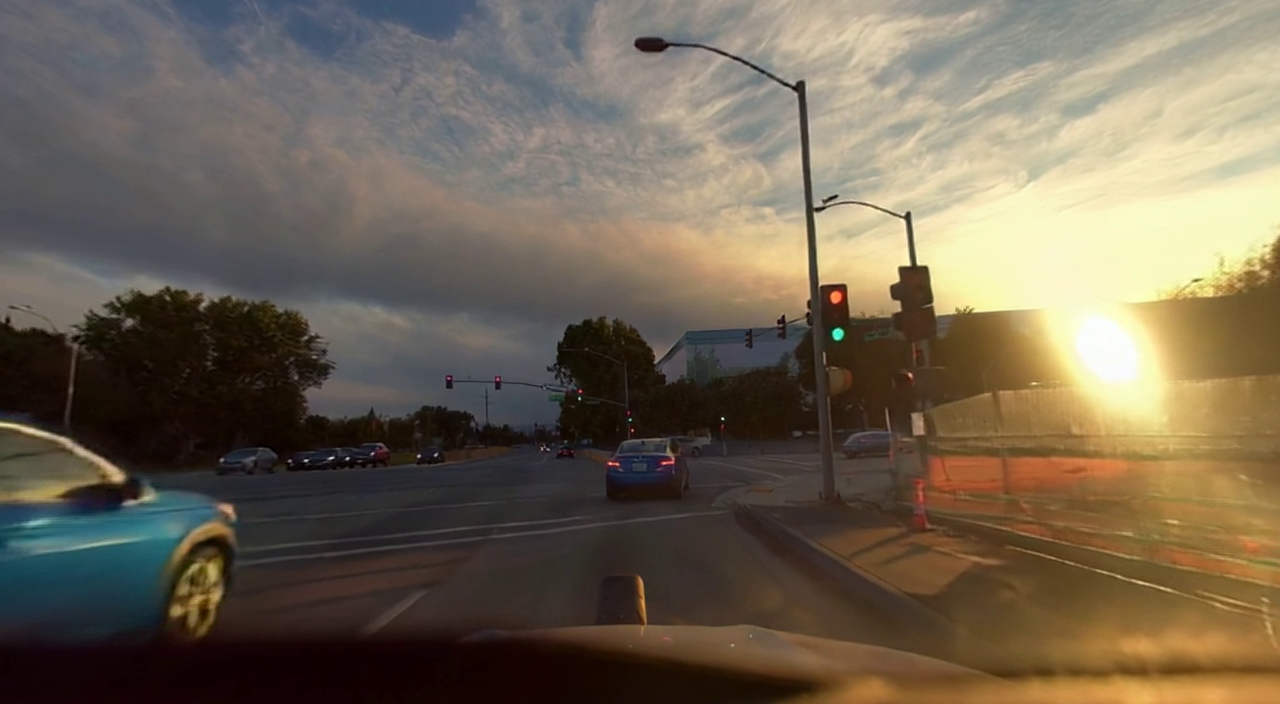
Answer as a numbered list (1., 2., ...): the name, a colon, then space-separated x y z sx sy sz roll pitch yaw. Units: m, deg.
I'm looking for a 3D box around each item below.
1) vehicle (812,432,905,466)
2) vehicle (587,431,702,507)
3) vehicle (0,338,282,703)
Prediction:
1. vehicle: 10.259 4.511 29.499 4.467 1.477 1.873 6 -11 -37
2. vehicle: 0.284 2.709 15.039 2.183 1.506 4.286 -1 -9 8
3. vehicle: -4.087 0.831 2.646 2.240 1.844 5.043 0 -9 -1
